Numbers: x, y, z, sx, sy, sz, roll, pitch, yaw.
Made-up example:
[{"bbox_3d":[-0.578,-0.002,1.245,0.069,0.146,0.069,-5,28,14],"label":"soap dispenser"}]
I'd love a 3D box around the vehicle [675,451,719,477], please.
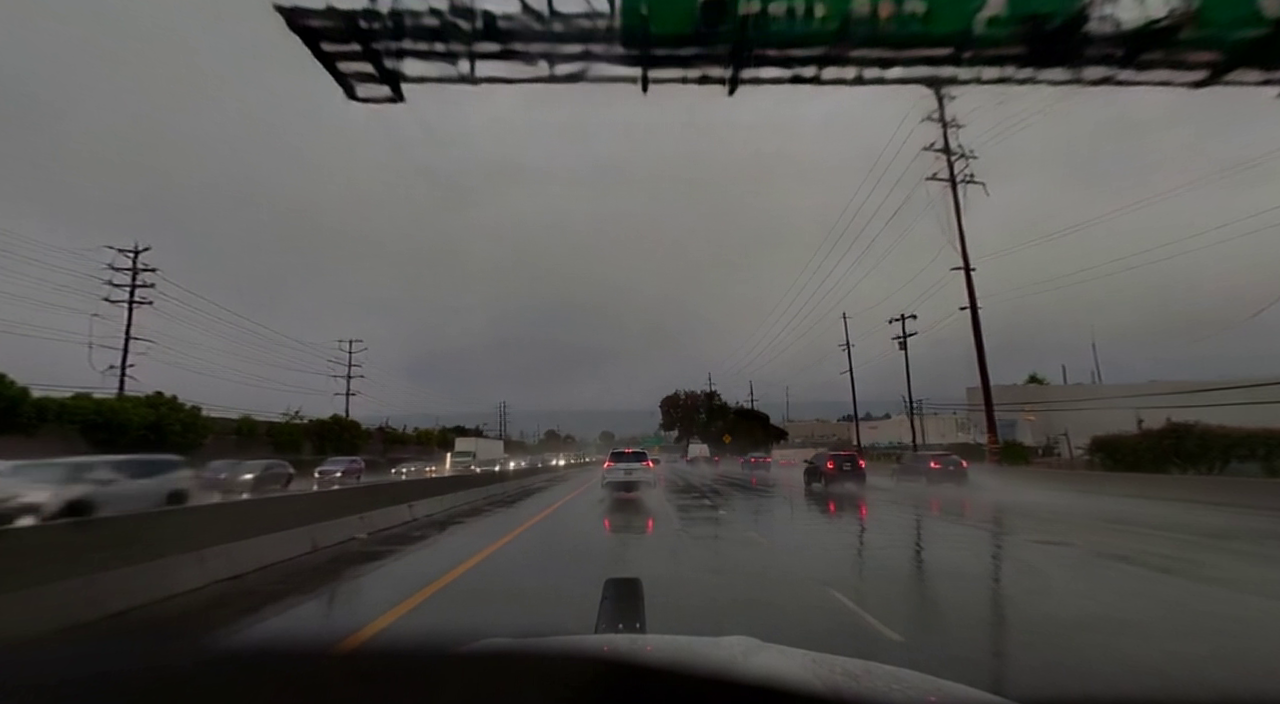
[{"bbox_3d":[3.370,6.720,38.162,2.115,1.481,3.968,0,-9,-2],"label":"vehicle"}]

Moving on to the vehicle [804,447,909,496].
[{"bbox_3d":[7.144,3.949,21.349,1.958,1.473,4.201,0,-9,-2],"label":"vehicle"}]

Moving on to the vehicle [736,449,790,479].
[{"bbox_3d":[6.677,6.119,34.776,1.934,1.461,4.368,0,-9,-3],"label":"vehicle"}]

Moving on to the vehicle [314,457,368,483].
[{"bbox_3d":[-21.744,8.597,46.143,1.889,1.708,4.301,0,-9,-1],"label":"vehicle"}]

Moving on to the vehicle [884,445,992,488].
[{"bbox_3d":[11.331,4.360,24.431,1.901,1.485,4.483,0,-9,-1],"label":"vehicle"}]

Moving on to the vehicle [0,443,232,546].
[{"bbox_3d":[-10.982,2.799,13.198,1.955,1.758,4.486,0,-9,-1],"label":"vehicle"}]

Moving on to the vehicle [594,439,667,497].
[{"bbox_3d":[-0.329,3.992,22.143,2.298,1.809,4.359,0,-9,-1],"label":"vehicle"}]

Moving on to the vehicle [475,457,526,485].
[{"bbox_3d":[-8.155,6.967,37.329,1.937,1.477,4.561,0,-9,1],"label":"vehicle"}]
